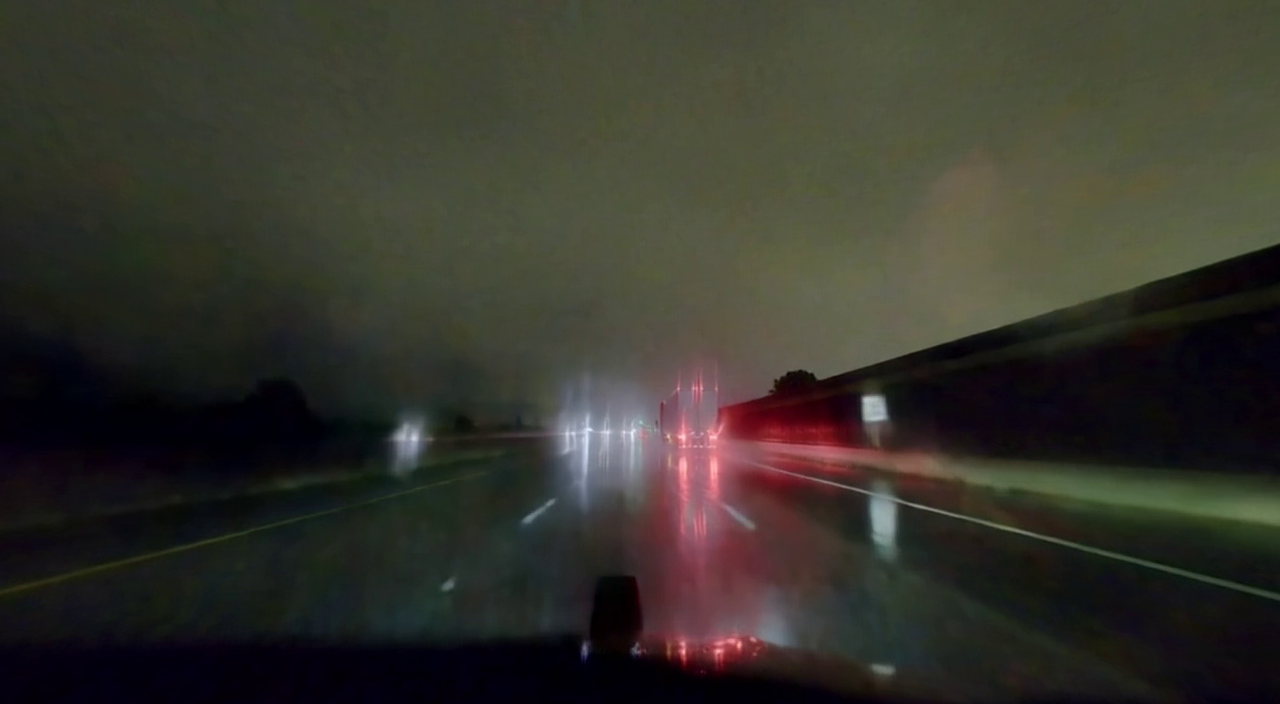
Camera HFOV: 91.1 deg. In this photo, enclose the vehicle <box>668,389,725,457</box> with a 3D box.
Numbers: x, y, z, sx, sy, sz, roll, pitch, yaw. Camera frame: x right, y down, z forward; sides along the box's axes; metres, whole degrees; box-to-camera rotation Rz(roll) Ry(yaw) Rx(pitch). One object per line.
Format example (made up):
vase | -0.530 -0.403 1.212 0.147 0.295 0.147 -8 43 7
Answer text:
vehicle | 3.527 4.775 41.633 2.859 3.981 8.596 0 -8 -1
